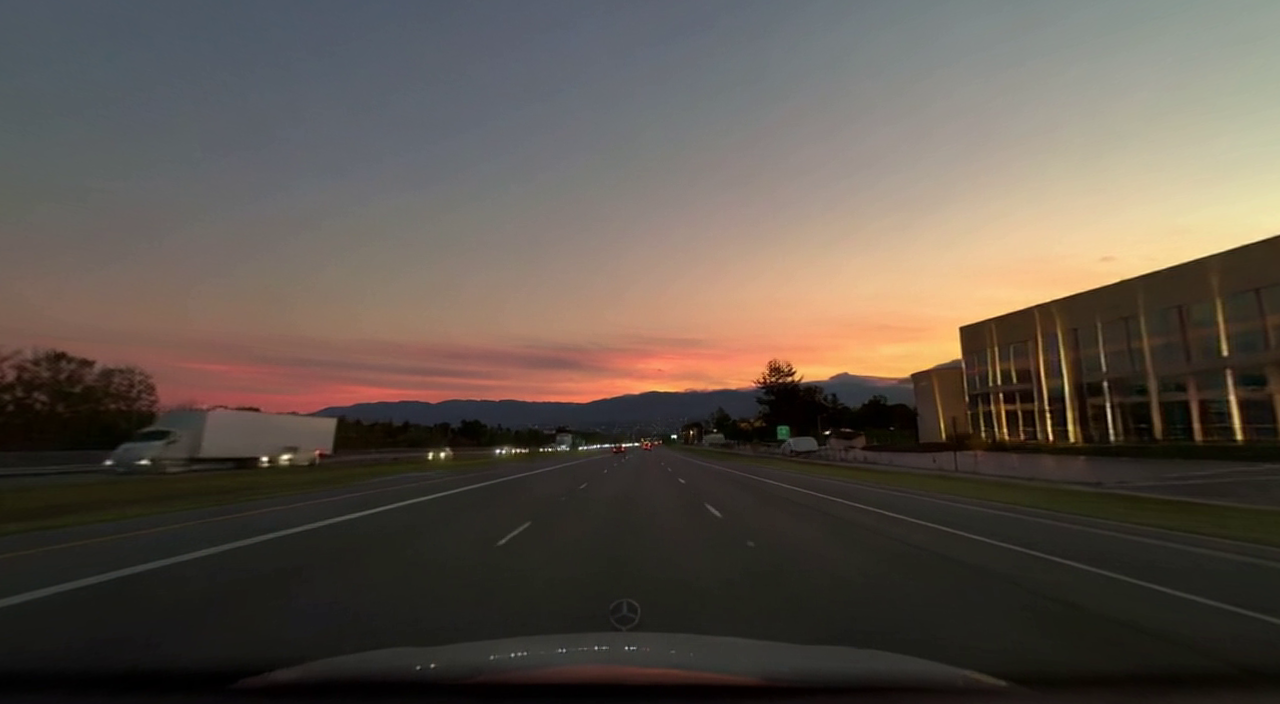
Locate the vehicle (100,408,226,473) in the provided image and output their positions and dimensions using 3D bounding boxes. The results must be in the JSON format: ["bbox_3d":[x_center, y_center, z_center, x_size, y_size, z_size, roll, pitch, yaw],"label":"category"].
[{"bbox_3d":[-31.901,6.001,42.580,2.962,3.983,6.703,0,-9,1],"label":"vehicle"}]

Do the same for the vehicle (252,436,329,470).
[{"bbox_3d":[-24.725,7.153,44.804,2.424,2.250,5.146,0,-9,1],"label":"vehicle"}]

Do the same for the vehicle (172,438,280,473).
[{"bbox_3d":[-24.722,6.212,37.962,2.324,1.919,5.995,0,-9,1],"label":"vehicle"}]
